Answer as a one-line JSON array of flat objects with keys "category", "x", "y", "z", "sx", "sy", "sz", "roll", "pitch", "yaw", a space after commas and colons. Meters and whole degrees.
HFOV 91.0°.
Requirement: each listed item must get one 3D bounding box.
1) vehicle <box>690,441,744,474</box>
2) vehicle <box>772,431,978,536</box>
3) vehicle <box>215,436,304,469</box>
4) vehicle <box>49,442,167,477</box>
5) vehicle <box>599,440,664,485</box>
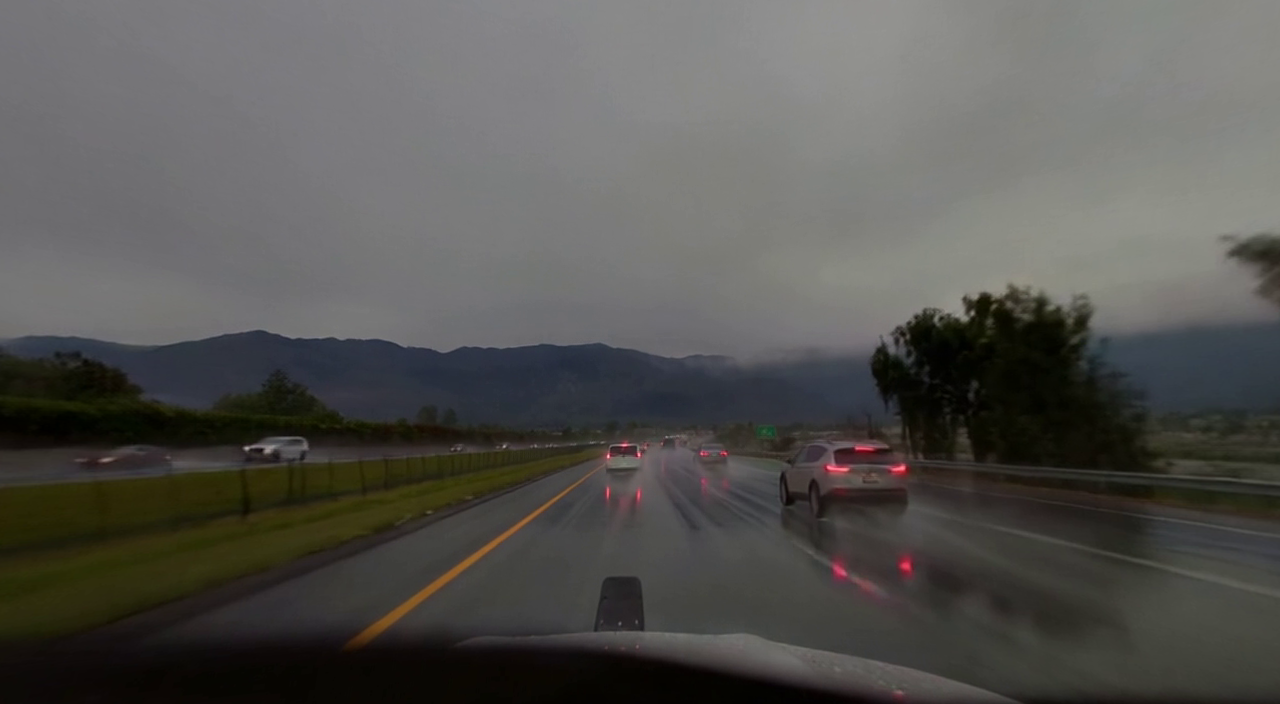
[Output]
[{"category": "vehicle", "x": 3.583, "y": 4.988, "z": 29.914, "sx": 1.957, "sy": 1.447, "sz": 4.241, "roll": 0, "pitch": -9, "yaw": -1}, {"category": "vehicle", "x": 3.841, "y": 2.210, "z": 11.241, "sx": 1.949, "sy": 1.493, "sz": 4.272, "roll": 0, "pitch": -9, "yaw": -1}, {"category": "vehicle", "x": -24.877, "y": 6.621, "z": 41.520, "sx": 2.322, "sy": 2.013, "sz": 5.631, "roll": 0, "pitch": -9, "yaw": 0}, {"category": "vehicle", "x": -28.740, "y": 5.822, "z": 34.269, "sx": 1.951, "sy": 1.745, "sz": 5.123, "roll": 0, "pitch": -9, "yaw": 0}, {"category": "vehicle", "x": -0.317, "y": 3.876, "z": 22.450, "sx": 2.085, "sy": 1.449, "sz": 3.860, "roll": 0, "pitch": -9, "yaw": -1}]
